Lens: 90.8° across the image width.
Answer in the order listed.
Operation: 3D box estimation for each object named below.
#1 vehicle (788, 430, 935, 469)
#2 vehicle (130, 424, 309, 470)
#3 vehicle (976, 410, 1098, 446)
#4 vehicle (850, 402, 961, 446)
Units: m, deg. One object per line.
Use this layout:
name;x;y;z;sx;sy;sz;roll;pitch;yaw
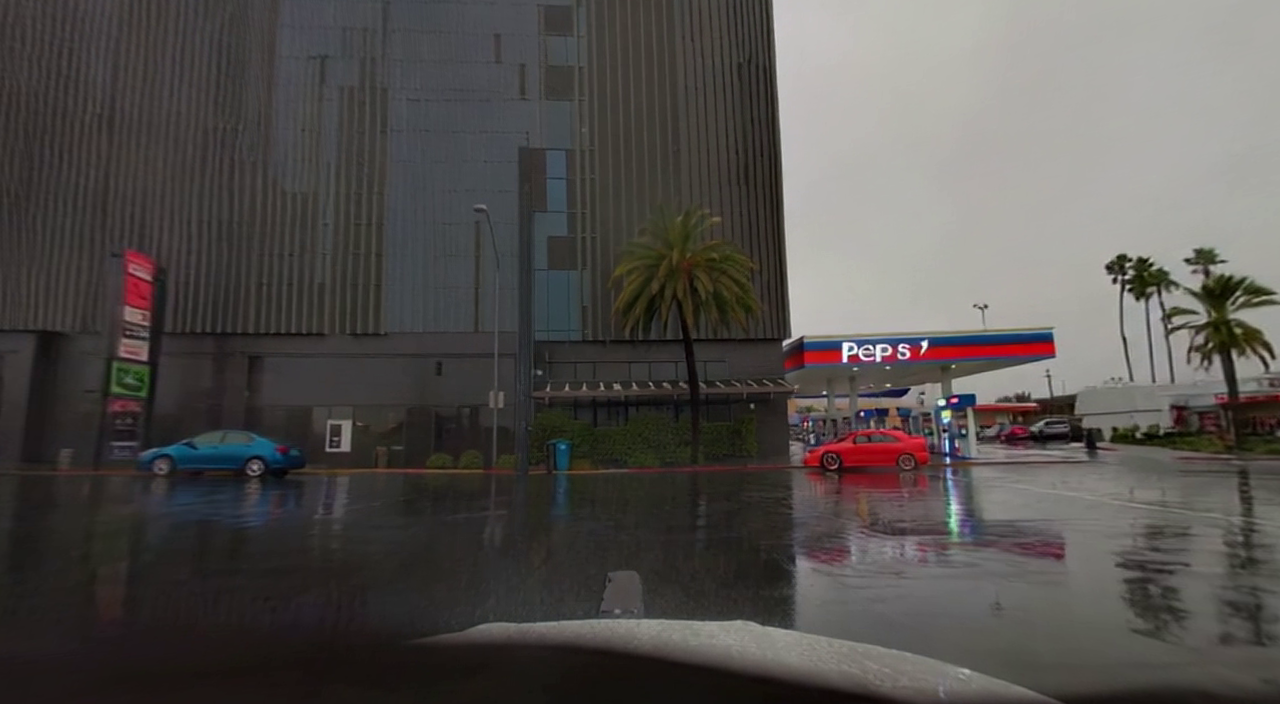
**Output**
vehicle;8.160;3.640;23.506;4.782;1.371;1.763;1;-9;-6
vehicle;-14.364;3.284;21.787;4.857;1.497;1.811;0;-9;0
vehicle;27.687;5.295;44.248;7.026;2.329;2.545;1;-6;-5
vehicle;15.627;4.254;37.385;5.524;2.504;2.196;0;-7;-4
